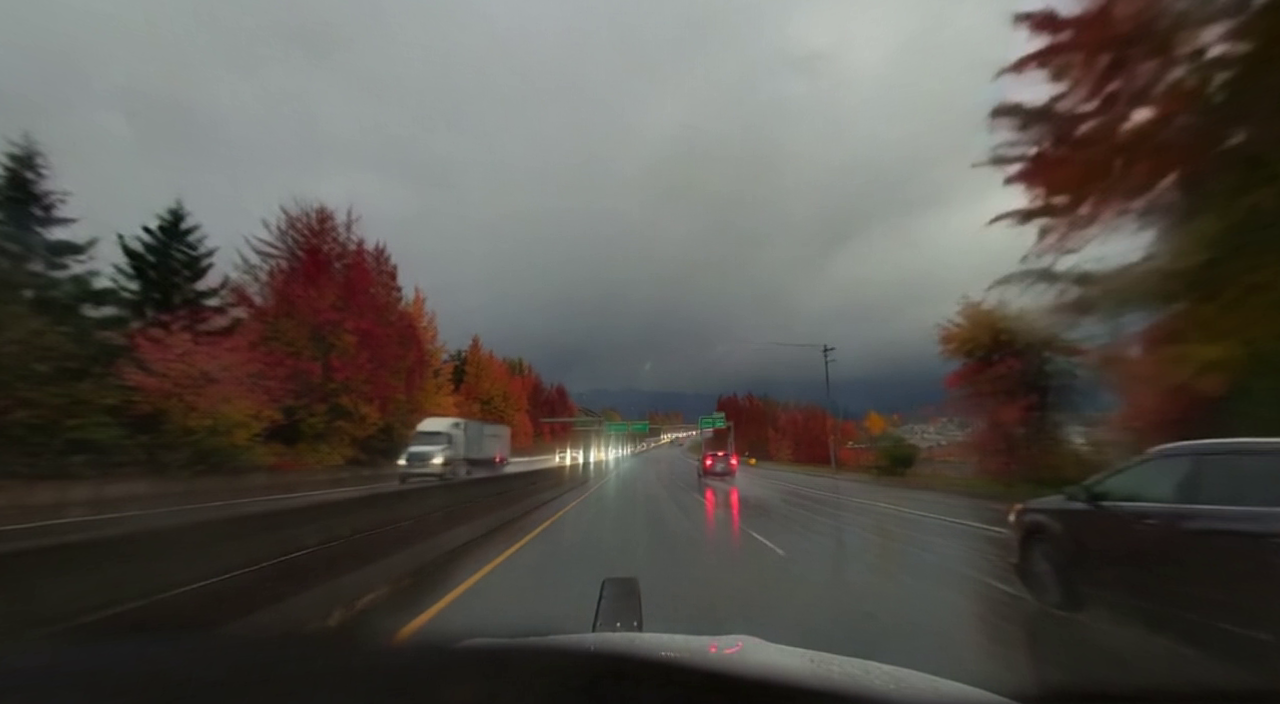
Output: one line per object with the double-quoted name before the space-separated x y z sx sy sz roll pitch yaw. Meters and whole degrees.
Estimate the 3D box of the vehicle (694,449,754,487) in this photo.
"vehicle" 3.780 5.302 29.022 2.070 1.546 4.648 0 -9 0

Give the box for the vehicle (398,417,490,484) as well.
"vehicle" -12.824 6.616 42.235 3.017 3.962 9.879 0 -9 0

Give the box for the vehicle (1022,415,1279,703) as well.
"vehicle" 4.490 1.123 3.405 2.119 1.557 4.163 0 -9 -1
